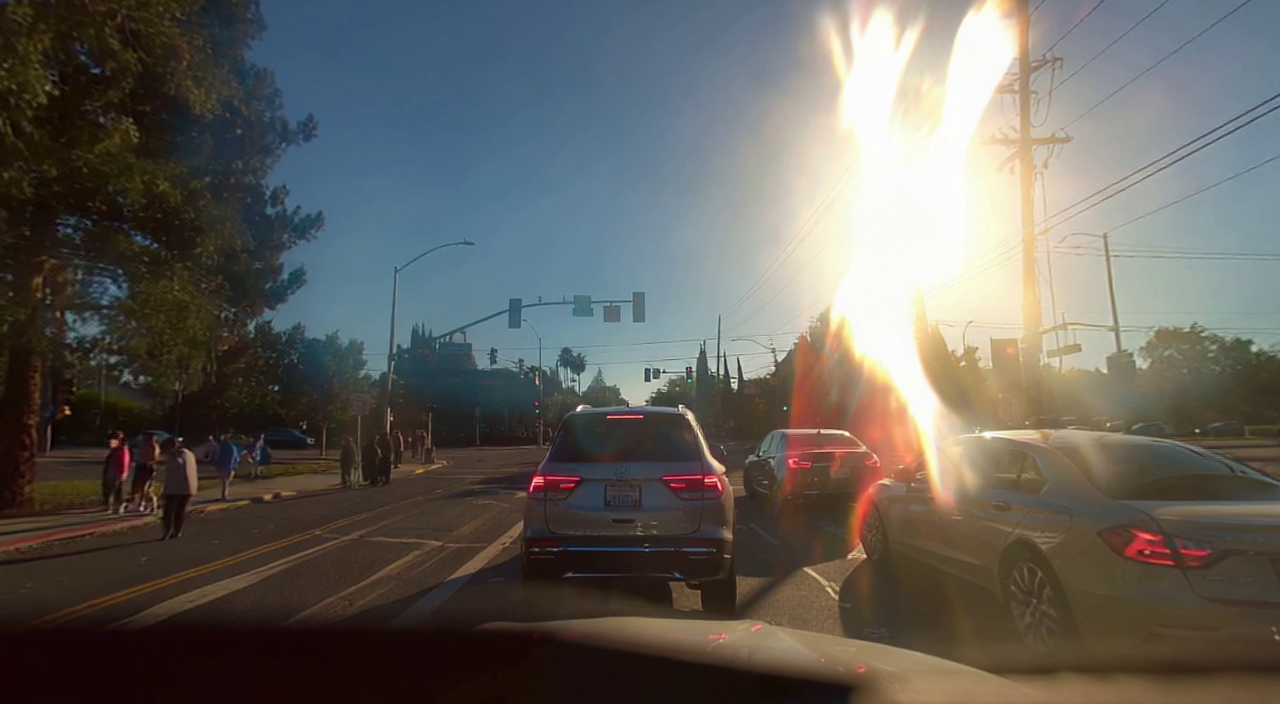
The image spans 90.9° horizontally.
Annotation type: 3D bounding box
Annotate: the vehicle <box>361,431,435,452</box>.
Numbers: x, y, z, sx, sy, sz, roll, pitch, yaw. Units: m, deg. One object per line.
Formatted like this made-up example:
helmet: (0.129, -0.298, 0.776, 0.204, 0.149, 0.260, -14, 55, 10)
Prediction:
vehicle: (-17.749, 6.559, 46.368, 4.607, 1.478, 1.995, 0, -8, 0)

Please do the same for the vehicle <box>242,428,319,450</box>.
vehicle: (-26.832, 6.525, 47.219, 4.587, 1.639, 1.878, 0, -8, 0)

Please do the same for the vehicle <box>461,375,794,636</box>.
vehicle: (-0.132, 1.371, 6.630, 2.271, 1.786, 4.443, 0, -8, -1)

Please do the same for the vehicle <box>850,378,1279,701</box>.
vehicle: (3.557, 1.298, 5.569, 1.948, 1.677, 4.437, 0, -8, 1)
